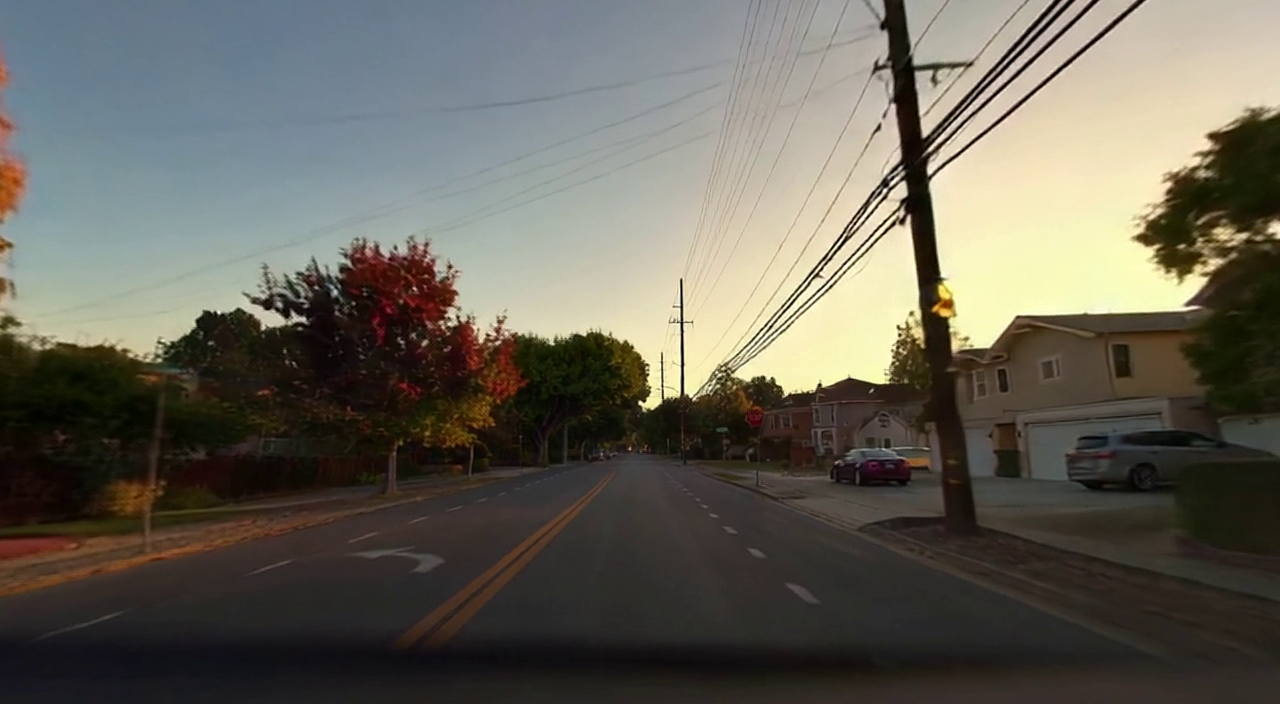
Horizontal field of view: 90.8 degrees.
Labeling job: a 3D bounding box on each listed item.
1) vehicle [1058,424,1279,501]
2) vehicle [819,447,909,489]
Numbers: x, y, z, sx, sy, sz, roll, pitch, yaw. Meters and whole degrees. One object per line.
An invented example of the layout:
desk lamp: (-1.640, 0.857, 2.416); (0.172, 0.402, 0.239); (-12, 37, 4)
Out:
vehicle: (15.196, 3.053, 17.650); (5.188, 1.955, 2.444); (0, -9, 1)
vehicle: (8.694, 4.502, 24.936); (1.811, 1.491, 4.407); (0, -9, -2)
